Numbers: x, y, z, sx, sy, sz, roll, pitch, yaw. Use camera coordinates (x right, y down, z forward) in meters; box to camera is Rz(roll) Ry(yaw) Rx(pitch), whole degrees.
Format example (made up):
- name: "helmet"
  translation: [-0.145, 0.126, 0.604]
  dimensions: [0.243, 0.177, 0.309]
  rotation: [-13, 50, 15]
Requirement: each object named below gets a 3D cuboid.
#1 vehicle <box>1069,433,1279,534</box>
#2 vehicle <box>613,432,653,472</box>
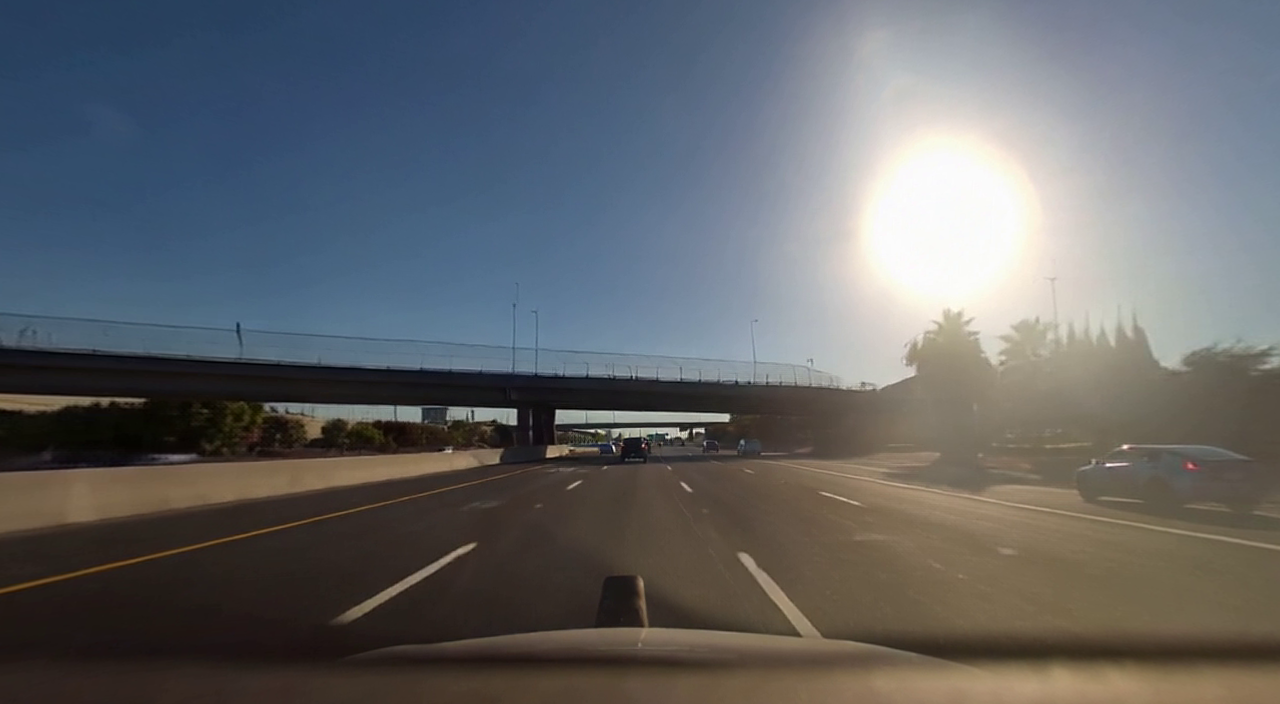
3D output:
- name: "vehicle"
  translation: [10.154, 2.206, 11.199]
  dimensions: [1.900, 1.432, 4.519]
  rotation: [0, -8, 0]
- name: "vehicle"
  translation: [-0.282, 5.024, 31.889]
  dimensions: [1.893, 1.827, 4.513]
  rotation: [0, -8, 1]
